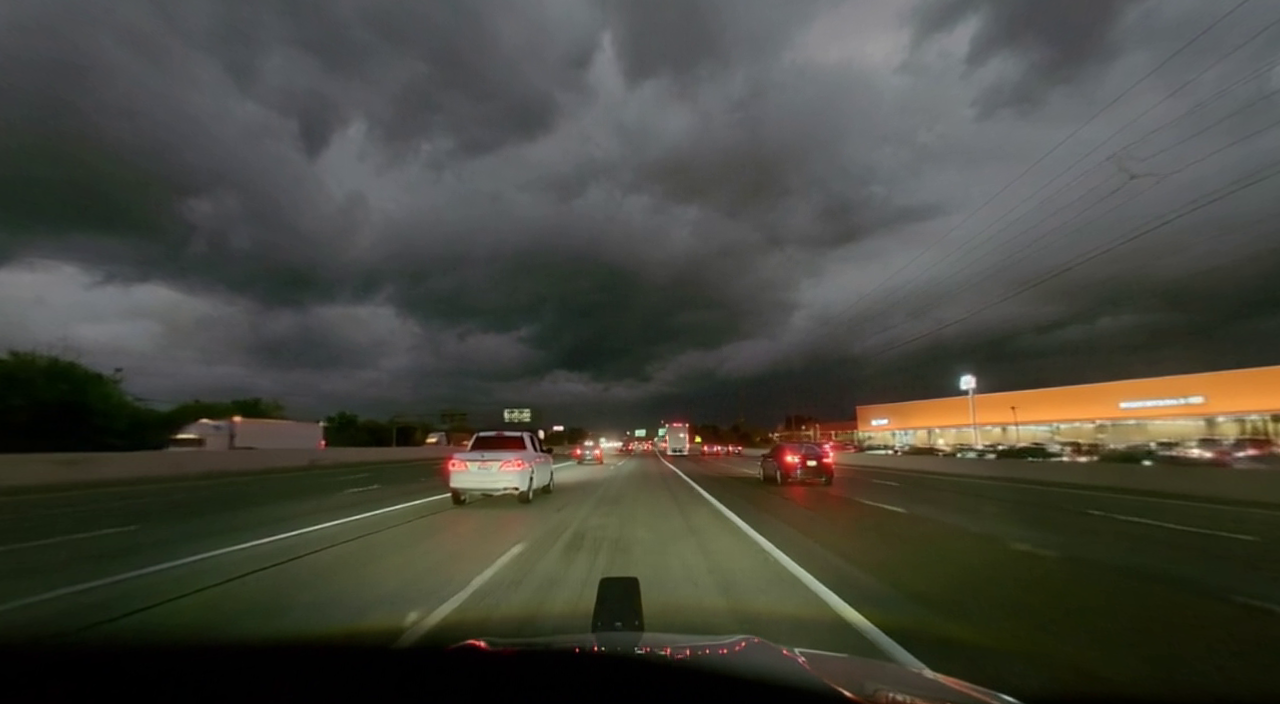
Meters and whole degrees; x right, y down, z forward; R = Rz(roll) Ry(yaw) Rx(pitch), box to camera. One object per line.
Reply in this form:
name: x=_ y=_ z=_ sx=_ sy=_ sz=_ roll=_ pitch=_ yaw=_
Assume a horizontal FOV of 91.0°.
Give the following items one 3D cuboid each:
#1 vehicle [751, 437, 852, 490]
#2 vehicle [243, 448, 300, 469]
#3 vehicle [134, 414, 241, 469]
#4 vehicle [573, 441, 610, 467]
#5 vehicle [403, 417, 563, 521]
vehicle: x=5.016 y=3.518 z=20.225 sx=1.980 sy=1.501 sz=4.433 roll=0 pitch=-9 yaw=-1
vehicle: x=-27.219 y=7.858 z=46.602 sx=1.709 sy=1.503 sz=3.892 roll=0 pitch=-9 yaw=3
vehicle: x=-33.901 y=6.737 z=47.485 sx=3.197 sy=3.832 sz=6.015 roll=0 pitch=-9 yaw=2
vehicle: x=-2.941 y=6.352 z=39.230 sx=1.929 sy=1.521 sz=4.097 roll=0 pitch=-9 yaw=1
vehicle: x=-3.040 y=2.397 z=13.379 sx=2.130 sy=1.799 sz=4.583 roll=0 pitch=-9 yaw=1
